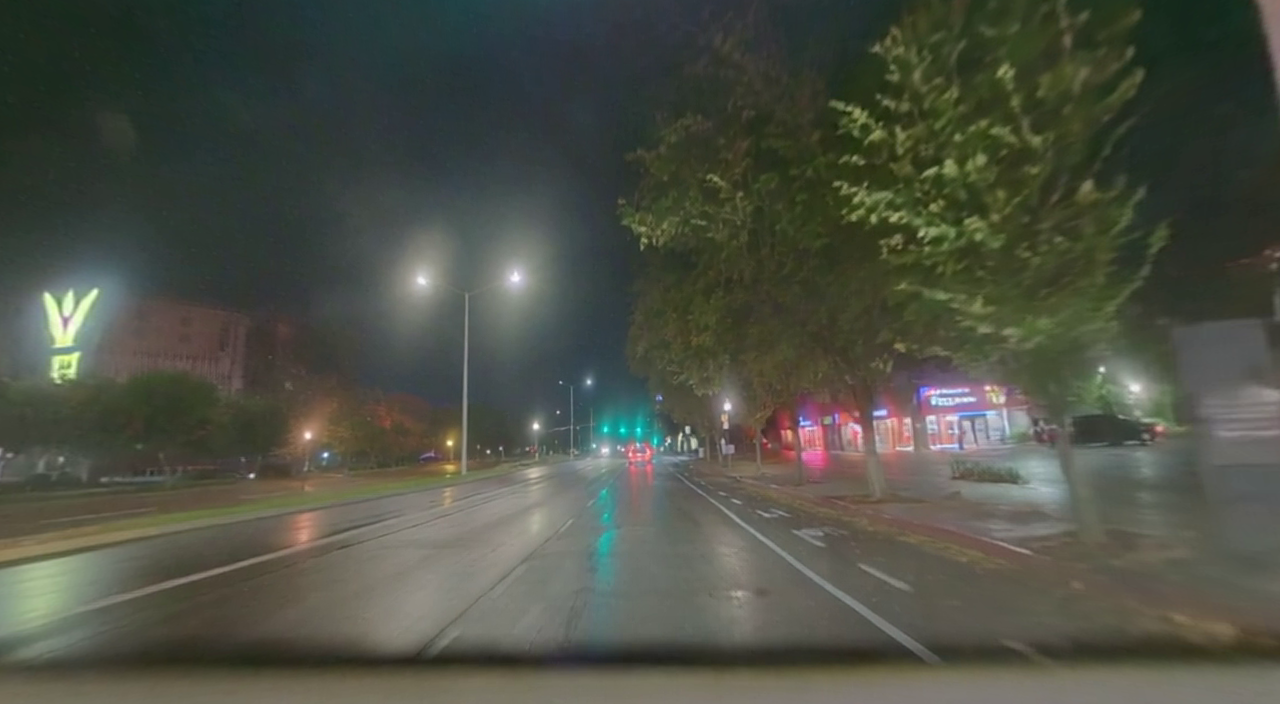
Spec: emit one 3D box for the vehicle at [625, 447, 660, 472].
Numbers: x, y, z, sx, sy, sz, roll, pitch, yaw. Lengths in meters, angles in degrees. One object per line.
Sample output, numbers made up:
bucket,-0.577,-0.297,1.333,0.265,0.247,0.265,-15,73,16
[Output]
vehicle,0.128,6.805,40.072,2.115,1.461,3.976,-1,-10,-1
